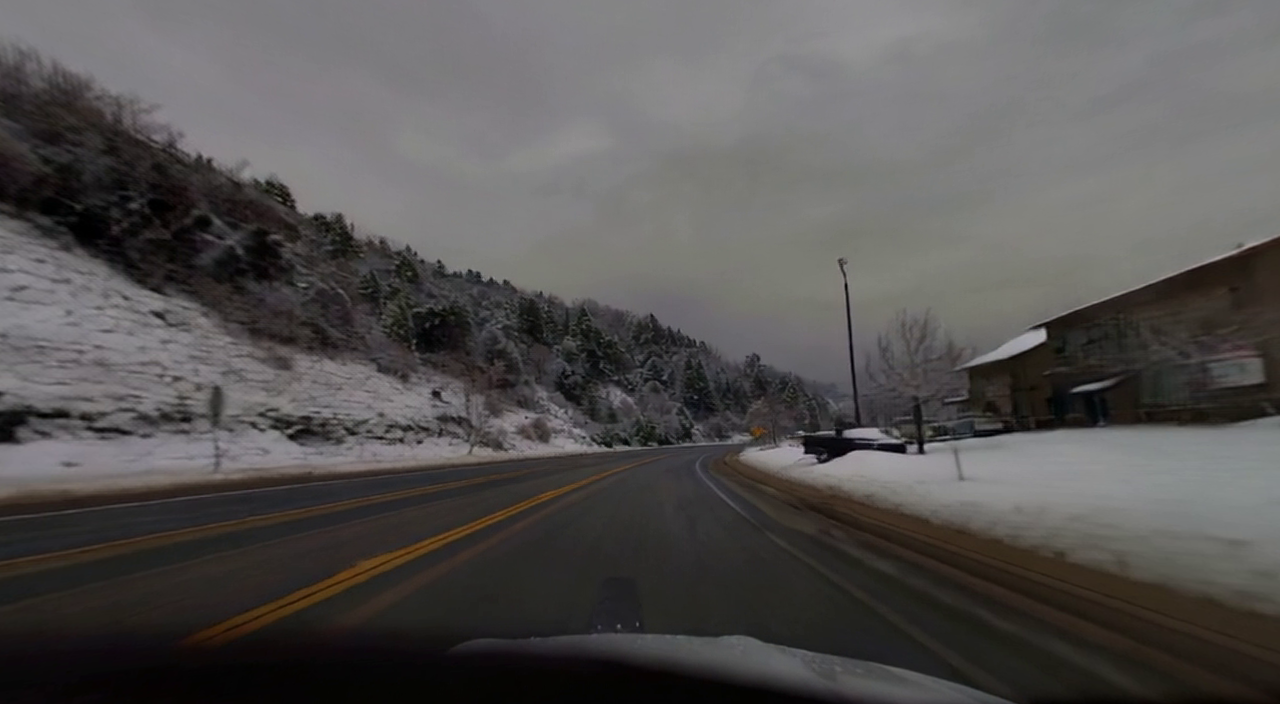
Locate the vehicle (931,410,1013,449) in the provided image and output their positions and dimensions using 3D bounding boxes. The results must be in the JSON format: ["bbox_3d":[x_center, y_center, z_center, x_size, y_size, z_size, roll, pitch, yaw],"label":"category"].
[{"bbox_3d":[20.049,4.782,38.382,2.164,1.875,4.545,-4,-10,-4],"label":"vehicle"}]

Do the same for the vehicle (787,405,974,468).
[{"bbox_3d":[9.042,3.353,24.480,2.216,1.887,6.388,2,-11,-37],"label":"vehicle"}]
